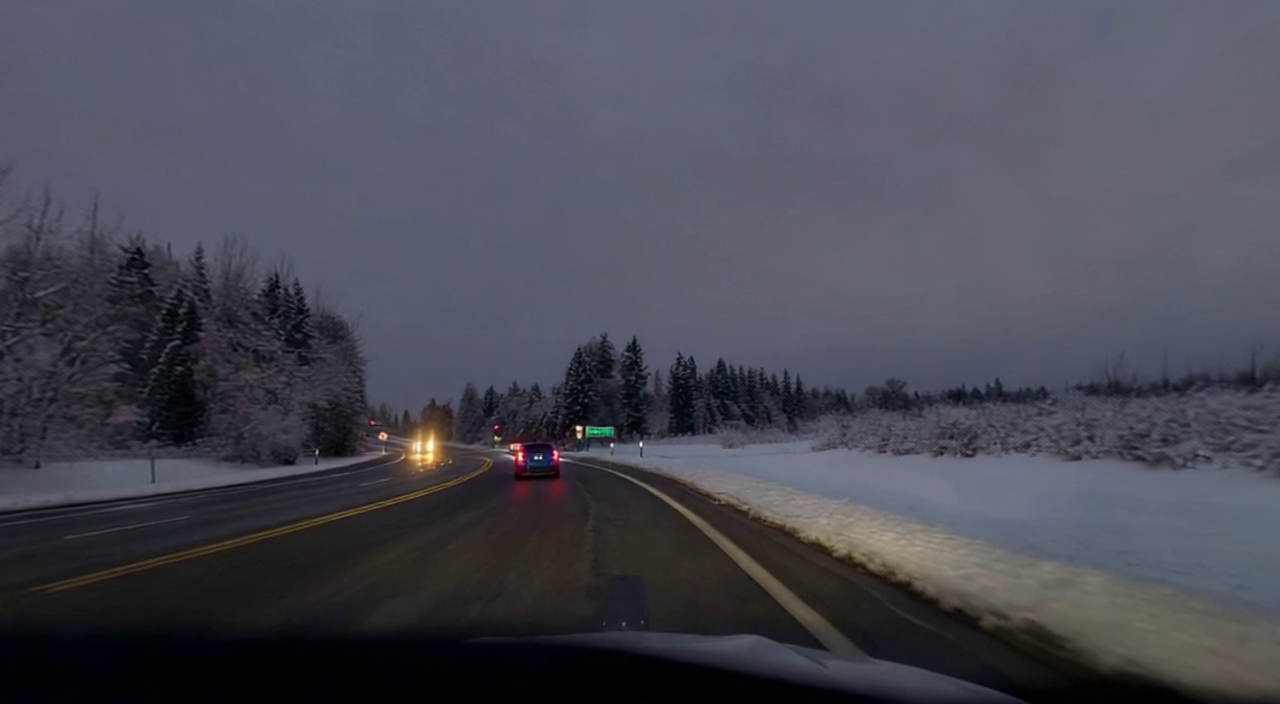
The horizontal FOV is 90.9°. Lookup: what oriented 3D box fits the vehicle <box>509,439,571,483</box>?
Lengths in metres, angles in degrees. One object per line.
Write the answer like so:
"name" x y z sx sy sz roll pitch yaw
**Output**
"vehicle" -3.899 4.161 24.486 2.148 1.521 4.089 1 -8 -10
